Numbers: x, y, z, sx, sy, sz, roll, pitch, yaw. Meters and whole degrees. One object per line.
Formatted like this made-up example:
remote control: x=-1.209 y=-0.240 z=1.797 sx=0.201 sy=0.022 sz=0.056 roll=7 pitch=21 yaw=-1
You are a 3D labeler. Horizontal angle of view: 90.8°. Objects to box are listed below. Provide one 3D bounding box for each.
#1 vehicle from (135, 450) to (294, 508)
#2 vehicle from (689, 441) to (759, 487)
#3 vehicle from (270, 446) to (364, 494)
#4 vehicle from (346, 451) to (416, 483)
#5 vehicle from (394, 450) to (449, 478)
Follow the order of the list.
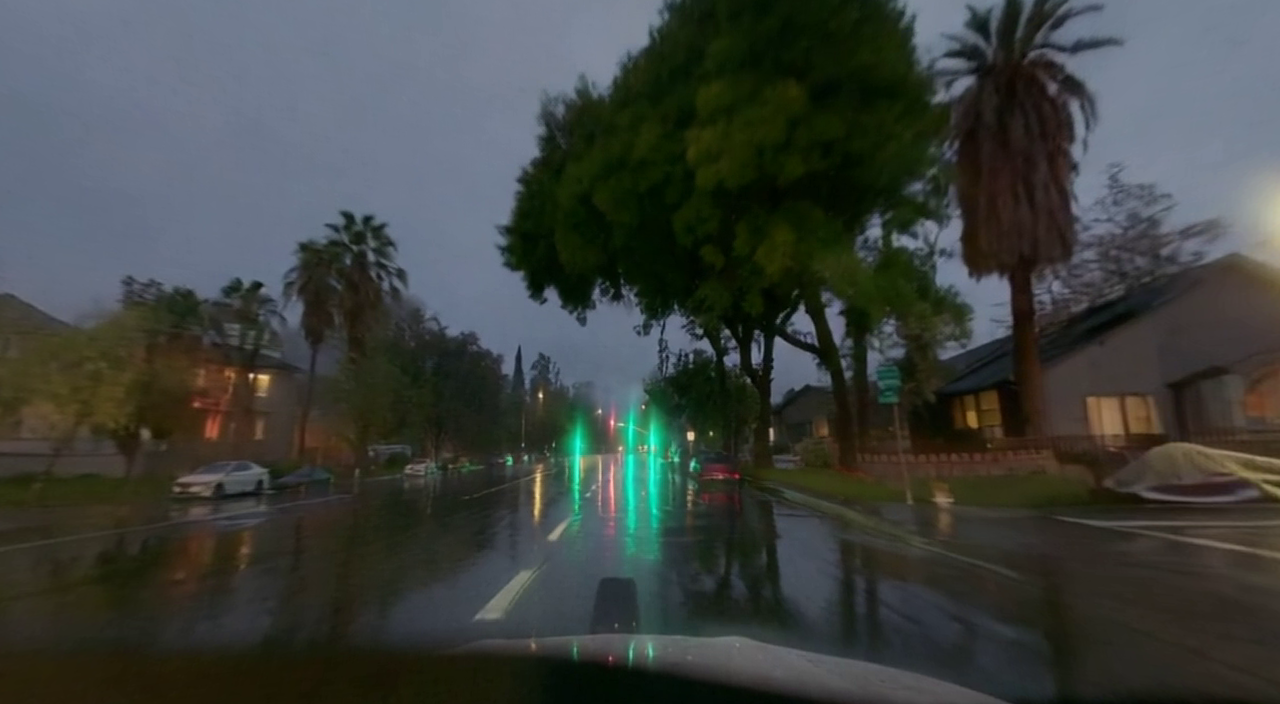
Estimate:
vehicle: x=-13.600 y=4.028 z=20.595 sx=2.131 sy=1.492 sz=4.310 roll=-1 pitch=-7 yaw=2
vehicle: x=3.435 y=4.684 z=26.833 sx=2.221 sy=1.718 sz=5.192 roll=0 pitch=-9 yaw=0
vehicle: x=-13.693 y=4.975 z=27.111 sx=1.844 sy=1.764 sz=4.183 roll=-1 pitch=-7 yaw=0
vehicle: x=-13.753 y=6.095 z=33.794 sx=1.921 sy=1.498 sz=4.460 roll=0 pitch=-7 yaw=-1
vehicle: x=-13.722 y=7.045 z=39.975 sx=1.899 sy=1.474 sz=4.529 roll=-1 pitch=-7 yaw=-1
